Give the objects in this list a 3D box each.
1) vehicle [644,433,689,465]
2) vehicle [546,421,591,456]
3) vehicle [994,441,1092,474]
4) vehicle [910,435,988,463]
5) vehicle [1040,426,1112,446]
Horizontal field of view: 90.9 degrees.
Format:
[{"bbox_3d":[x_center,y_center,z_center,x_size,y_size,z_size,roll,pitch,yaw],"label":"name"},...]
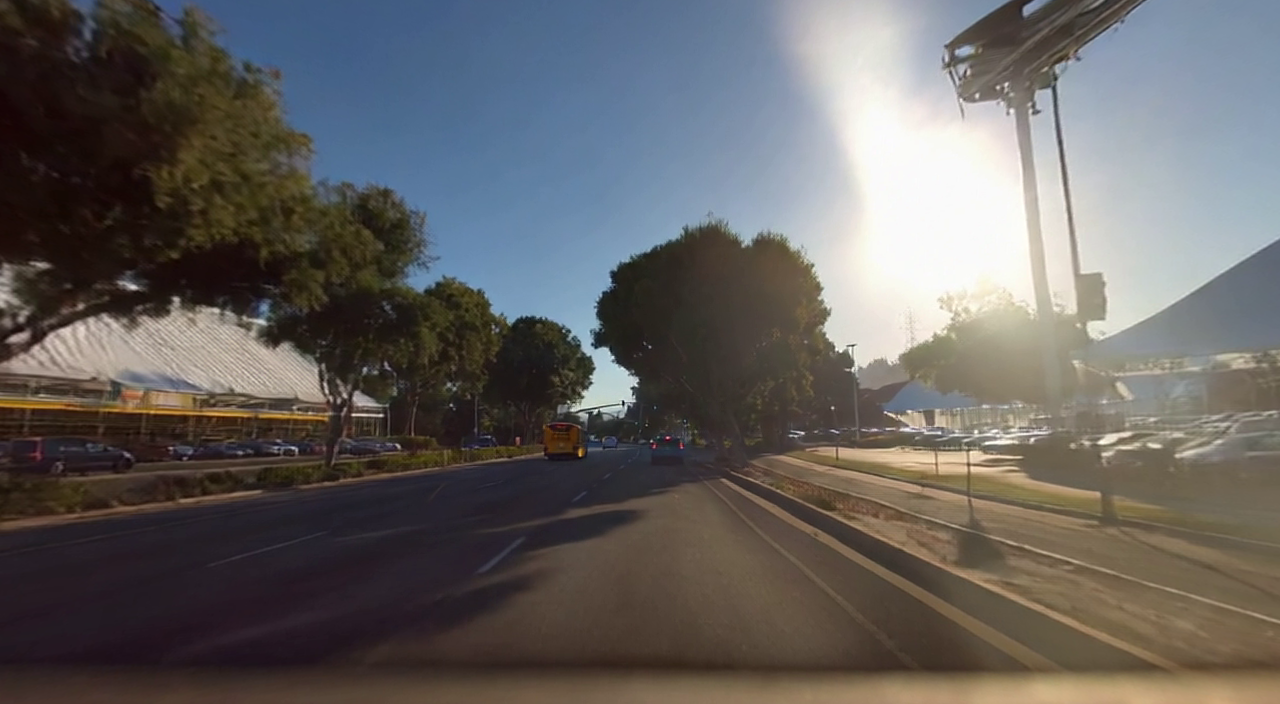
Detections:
[{"bbox_3d":[1.295,4.935,32.055,2.123,1.498,4.226,0,-9,1],"label":"vehicle"},{"bbox_3d":[-5.478,6.805,49.289,2.485,2.556,6.363,-1,-9,3],"label":"vehicle"},{"bbox_3d":[19.408,5.078,30.676,1.849,1.466,4.831,-1,-9,4],"label":"vehicle"},{"bbox_3d":[19.961,6.303,41.118,2.229,1.661,5.991,0,-9,2],"label":"vehicle"},{"bbox_3d":[34.279,6.632,49.682,4.215,1.462,1.883,0,-9,0],"label":"vehicle"}]
